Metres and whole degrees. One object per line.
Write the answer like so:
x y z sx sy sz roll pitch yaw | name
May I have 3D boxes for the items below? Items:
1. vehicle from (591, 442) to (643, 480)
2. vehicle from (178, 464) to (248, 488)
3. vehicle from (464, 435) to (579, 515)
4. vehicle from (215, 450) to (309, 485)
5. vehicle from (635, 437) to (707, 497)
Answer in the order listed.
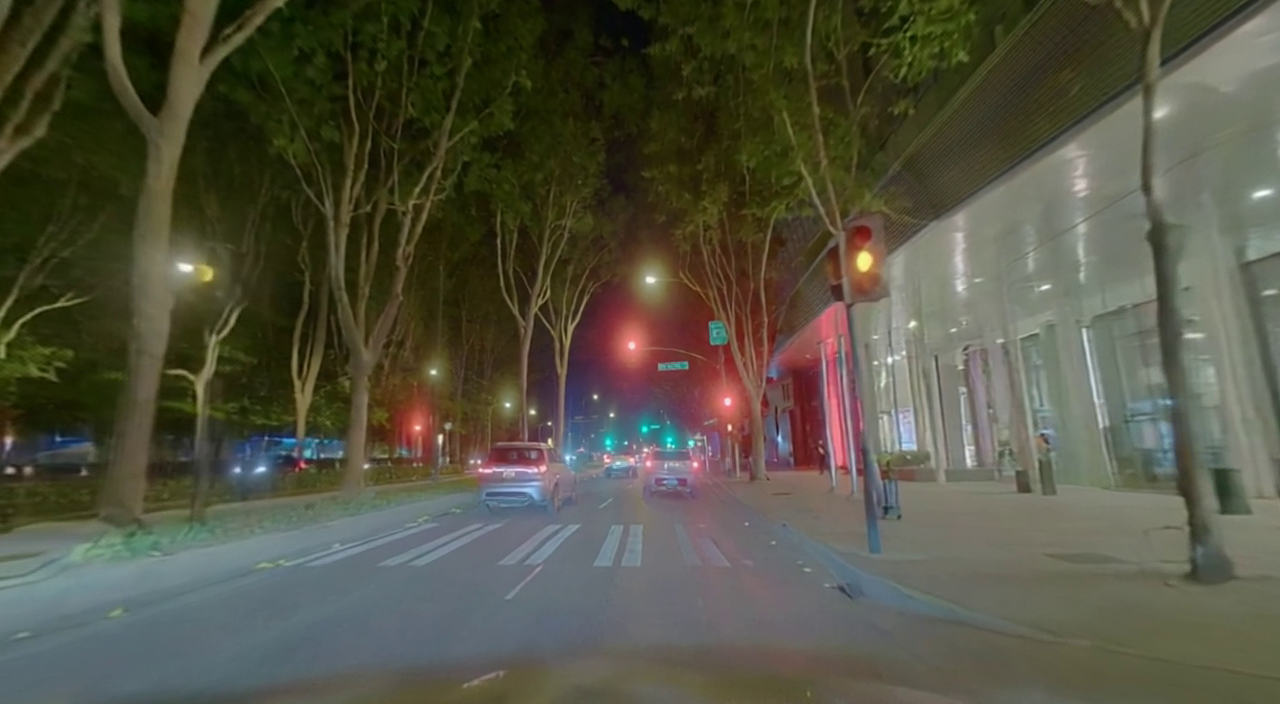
-1.140 5.738 33.571 2.220 1.847 4.587 -1 -8 5 | vehicle
-30.265 8.765 44.829 1.819 1.446 4.532 0 -8 -1 | vehicle
-2.779 2.973 15.754 1.940 1.722 3.823 -1 -8 3 | vehicle
-24.473 7.462 41.217 2.144 1.993 6.287 0 -8 1 | vehicle
0.996 3.738 20.856 2.120 1.758 3.917 -1 -8 2 | vehicle
